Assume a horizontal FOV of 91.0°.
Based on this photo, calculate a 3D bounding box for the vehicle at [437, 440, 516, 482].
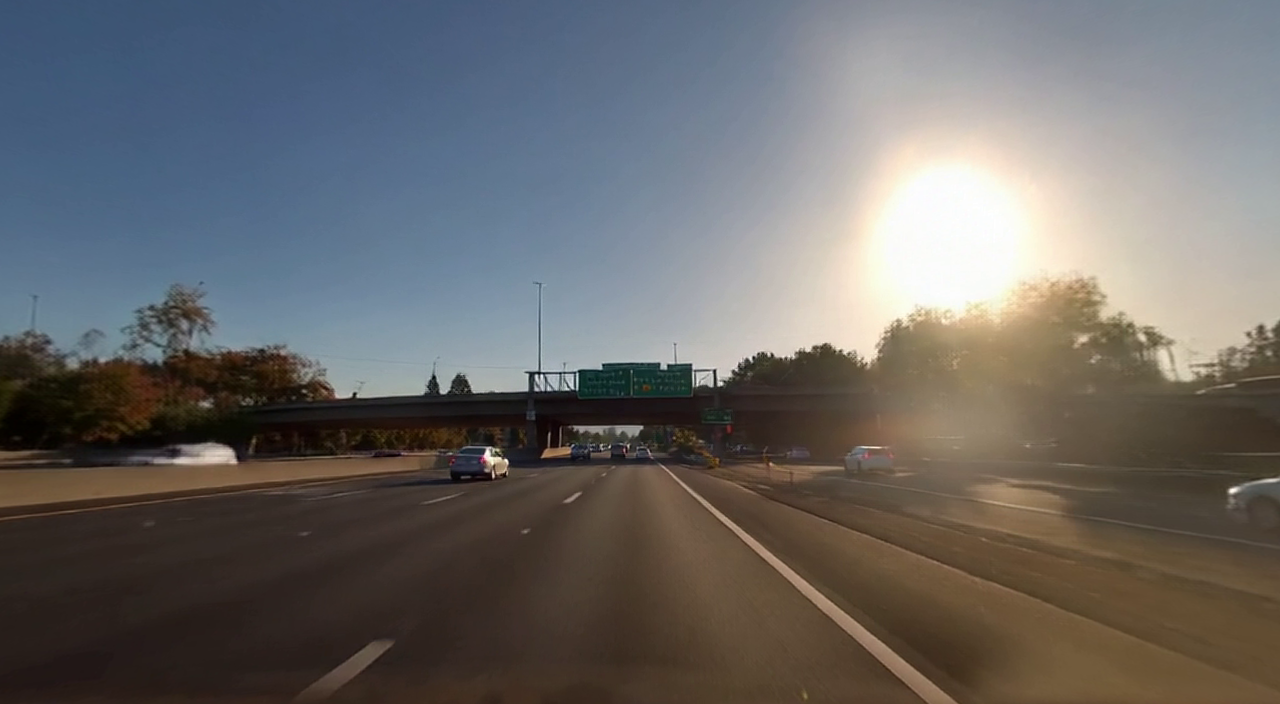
[{"bbox_3d":[-6.428,4.313,25.289,1.985,1.513,4.172,0,-9,1],"label":"vehicle"}]

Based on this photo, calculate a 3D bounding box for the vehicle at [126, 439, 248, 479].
[{"bbox_3d":[-24.231,5.730,34.070,2.299,1.967,5.698,0,-9,1],"label":"vehicle"}]

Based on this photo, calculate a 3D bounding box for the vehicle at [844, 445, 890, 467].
[{"bbox_3d":[17.816,8.159,49.617,1.884,1.567,4.692,0,-9,0],"label":"vehicle"}]

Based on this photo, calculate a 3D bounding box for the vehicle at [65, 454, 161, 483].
[{"bbox_3d":[-31.561,6.965,37.915,1.786,1.502,4.610,0,-9,0],"label":"vehicle"}]
